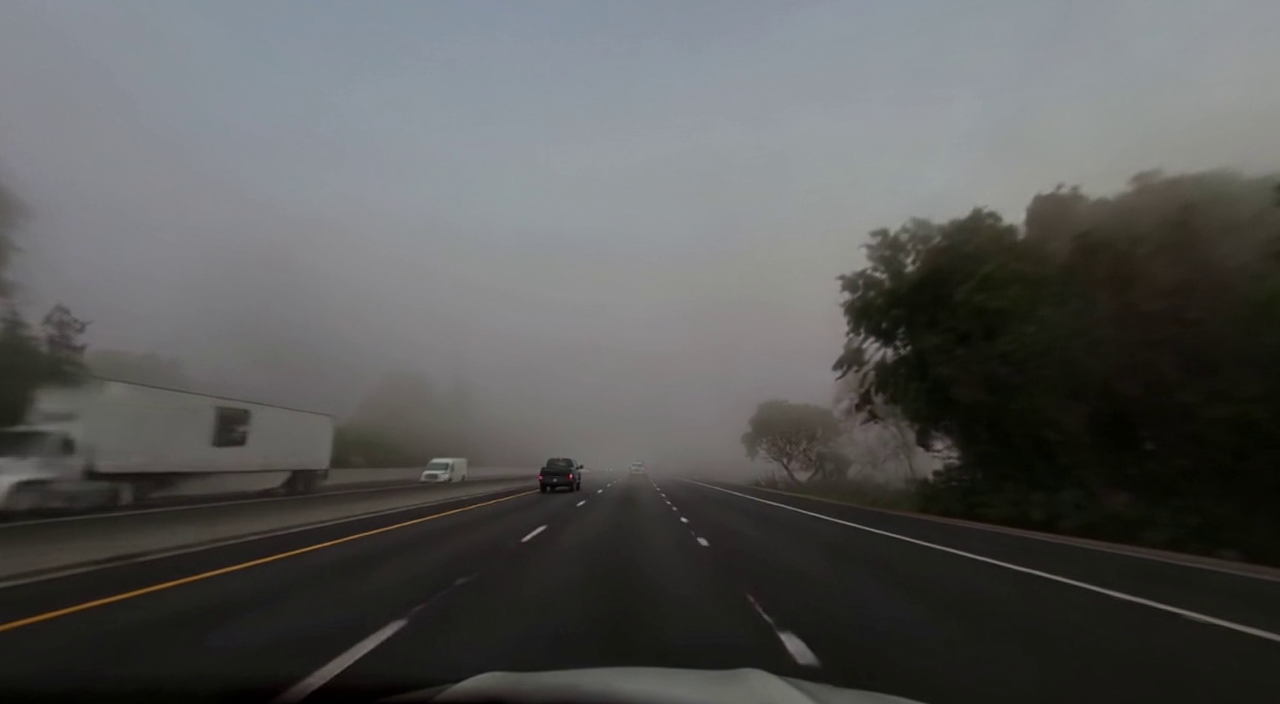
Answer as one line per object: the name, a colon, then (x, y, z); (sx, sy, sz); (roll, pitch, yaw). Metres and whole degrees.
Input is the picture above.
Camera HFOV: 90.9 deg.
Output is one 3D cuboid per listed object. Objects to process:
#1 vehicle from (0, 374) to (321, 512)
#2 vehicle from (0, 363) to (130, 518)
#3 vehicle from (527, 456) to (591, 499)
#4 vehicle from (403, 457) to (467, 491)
vehicle: (-17.434, 3.745, 24.446); (2.766, 3.819, 13.714); (0, -10, 1)
vehicle: (-17.494, 2.524, 17.975); (3.185, 4.070, 2.550); (1, -11, 0)
vehicle: (-3.662, 5.835, 29.498); (2.233, 1.791, 4.981); (1, -11, 1)
vehicle: (-12.646, 7.593, 39.264); (2.301, 1.905, 4.663); (1, -11, 1)
